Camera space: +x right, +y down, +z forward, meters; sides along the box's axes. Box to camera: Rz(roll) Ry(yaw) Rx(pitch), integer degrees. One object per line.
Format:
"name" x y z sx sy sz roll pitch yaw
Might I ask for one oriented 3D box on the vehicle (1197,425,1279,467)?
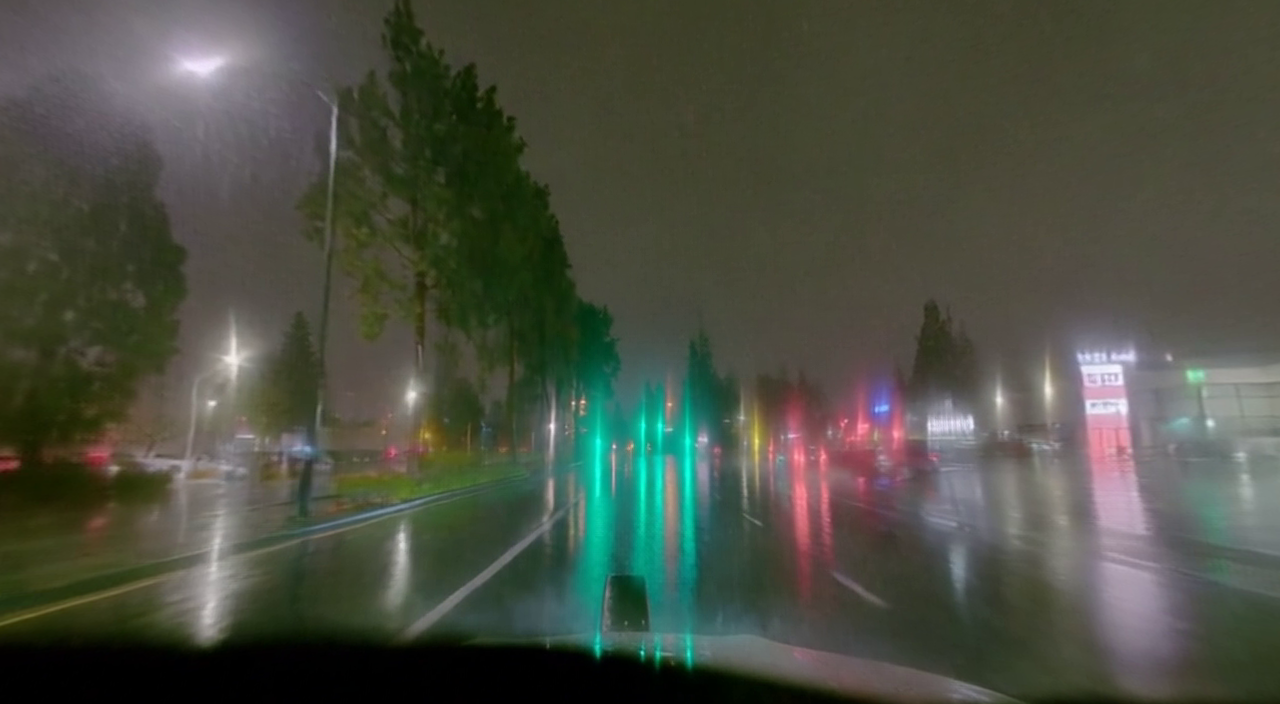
"vehicle" 29.512 4.416 29.693 4.457 1.898 2.074 0 -8 0

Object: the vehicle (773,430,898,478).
"vehicle" 9.200 4.804 29.828 5.329 2.114 2.325 -3 -9 18

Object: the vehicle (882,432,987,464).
"vehicle" 16.803 5.522 36.170 4.897 1.739 2.259 -1 -8 2

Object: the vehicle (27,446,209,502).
"vehicle" -19.175 4.444 23.600 2.317 1.830 5.142 0 -8 1

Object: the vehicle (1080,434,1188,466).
"vehicle" 29.342 5.827 37.571 4.641 1.816 1.954 0 -8 2

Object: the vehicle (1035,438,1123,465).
"vehicle" 29.824 6.760 42.922 4.342 1.713 2.036 -1 -8 2
